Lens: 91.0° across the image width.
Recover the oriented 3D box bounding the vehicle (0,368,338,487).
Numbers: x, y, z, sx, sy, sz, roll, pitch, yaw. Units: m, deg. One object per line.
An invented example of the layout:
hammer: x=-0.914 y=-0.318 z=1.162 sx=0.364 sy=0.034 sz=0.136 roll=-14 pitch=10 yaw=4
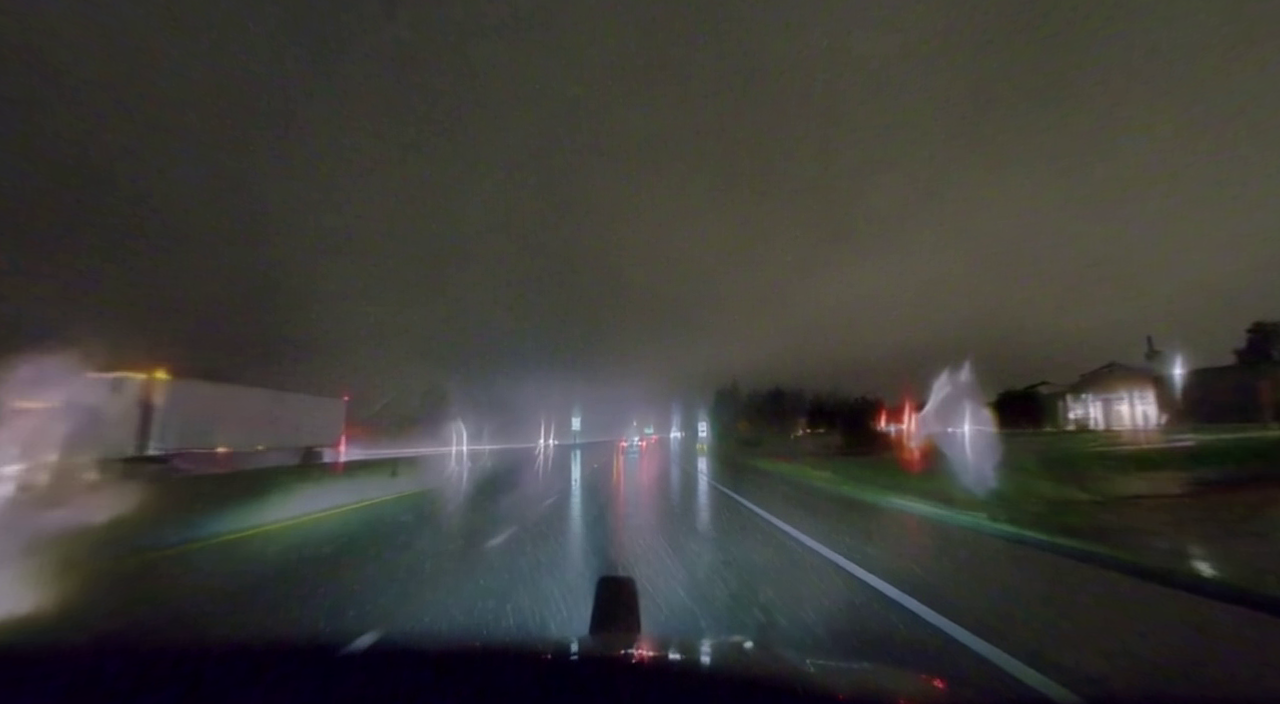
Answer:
vehicle: x=-20.996 y=3.823 z=30.255 sx=3.342 sy=3.886 sz=19.463 roll=-1 pitch=-8 yaw=0
